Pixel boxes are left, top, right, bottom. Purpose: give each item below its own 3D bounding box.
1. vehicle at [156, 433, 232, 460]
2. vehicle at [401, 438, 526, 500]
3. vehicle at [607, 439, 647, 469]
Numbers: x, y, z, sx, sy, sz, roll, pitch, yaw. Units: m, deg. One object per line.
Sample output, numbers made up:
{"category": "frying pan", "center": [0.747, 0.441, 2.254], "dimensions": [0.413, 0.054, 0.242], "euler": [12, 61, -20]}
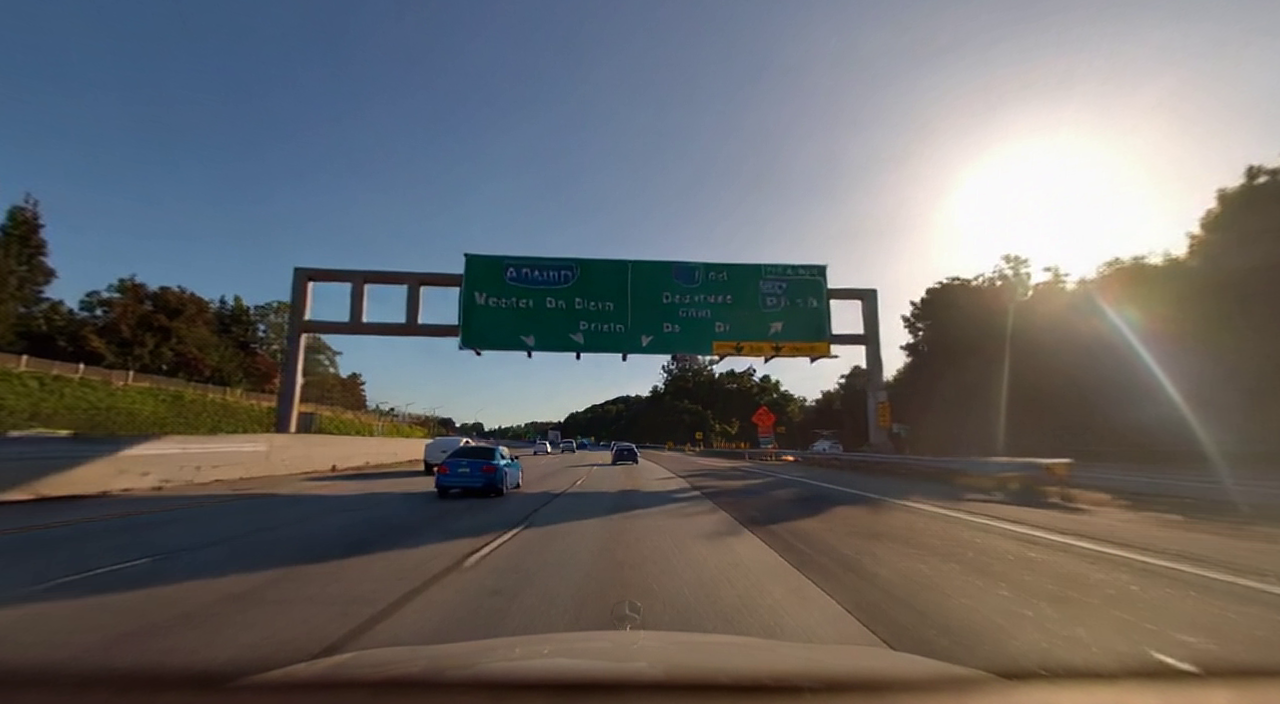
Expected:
{"category": "vehicle", "center": [-29.952, 6.334, 42.325], "dimensions": [1.912, 1.707, 4.472], "euler": [0, -8, -2]}
{"category": "vehicle", "center": [-4.422, 2.987, 16.530], "dimensions": [2.001, 1.415, 4.360], "euler": [0, -8, 0]}
{"category": "vehicle", "center": [-0.713, 5.398, 33.437], "dimensions": [1.963, 1.462, 4.681], "euler": [0, -8, -1]}
